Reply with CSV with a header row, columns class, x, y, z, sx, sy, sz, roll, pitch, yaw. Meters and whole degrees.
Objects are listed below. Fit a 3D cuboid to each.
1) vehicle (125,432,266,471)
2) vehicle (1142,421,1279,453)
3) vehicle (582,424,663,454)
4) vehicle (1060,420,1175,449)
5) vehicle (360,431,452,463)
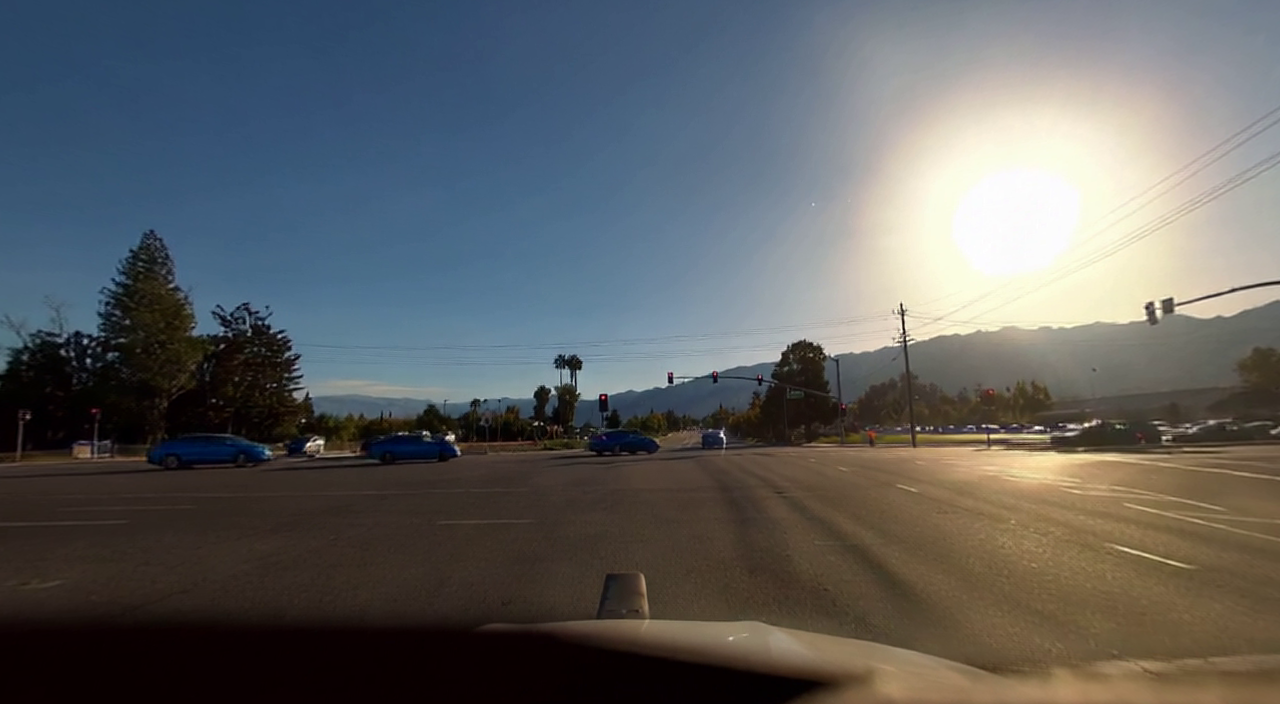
class,x,y,z,sx,sy,sz,roll,pitch,yaw
vehicle,-20.597,4.630,29.510,4.812,1.735,2.105,1,-9,-9
vehicle,27.298,4.073,30.227,4.778,1.495,1.959,0,-8,0
vehicle,-1.058,5.667,40.829,2.246,1.805,5.228,-8,-12,43
vehicle,28.348,4.953,37.645,5.100,1.680,2.055,0,-8,1
vehicle,-11.911,4.861,32.288,4.218,1.542,2.044,3,-9,-21
